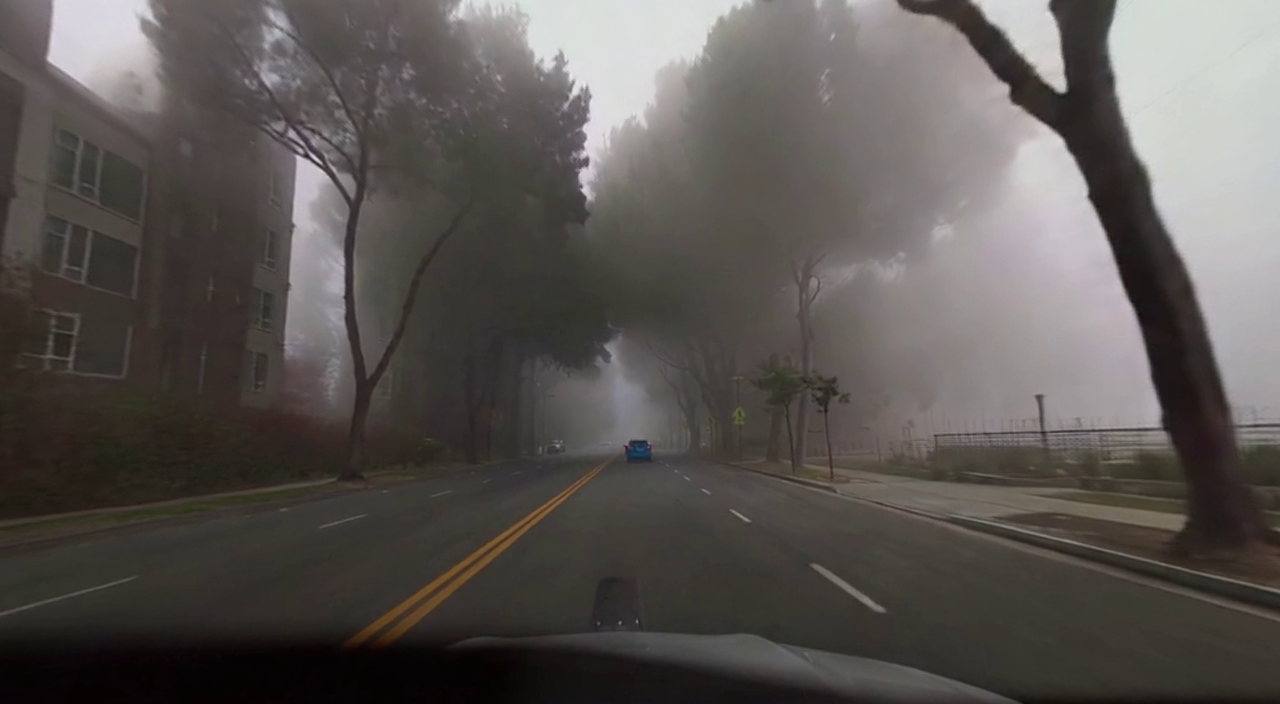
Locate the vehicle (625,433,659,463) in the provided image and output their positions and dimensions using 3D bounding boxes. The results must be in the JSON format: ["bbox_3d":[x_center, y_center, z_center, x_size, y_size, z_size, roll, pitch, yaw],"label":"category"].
[{"bbox_3d":[0.119,5.896,38.721,1.981,1.703,3.691,0,-8,1],"label":"vehicle"}]
